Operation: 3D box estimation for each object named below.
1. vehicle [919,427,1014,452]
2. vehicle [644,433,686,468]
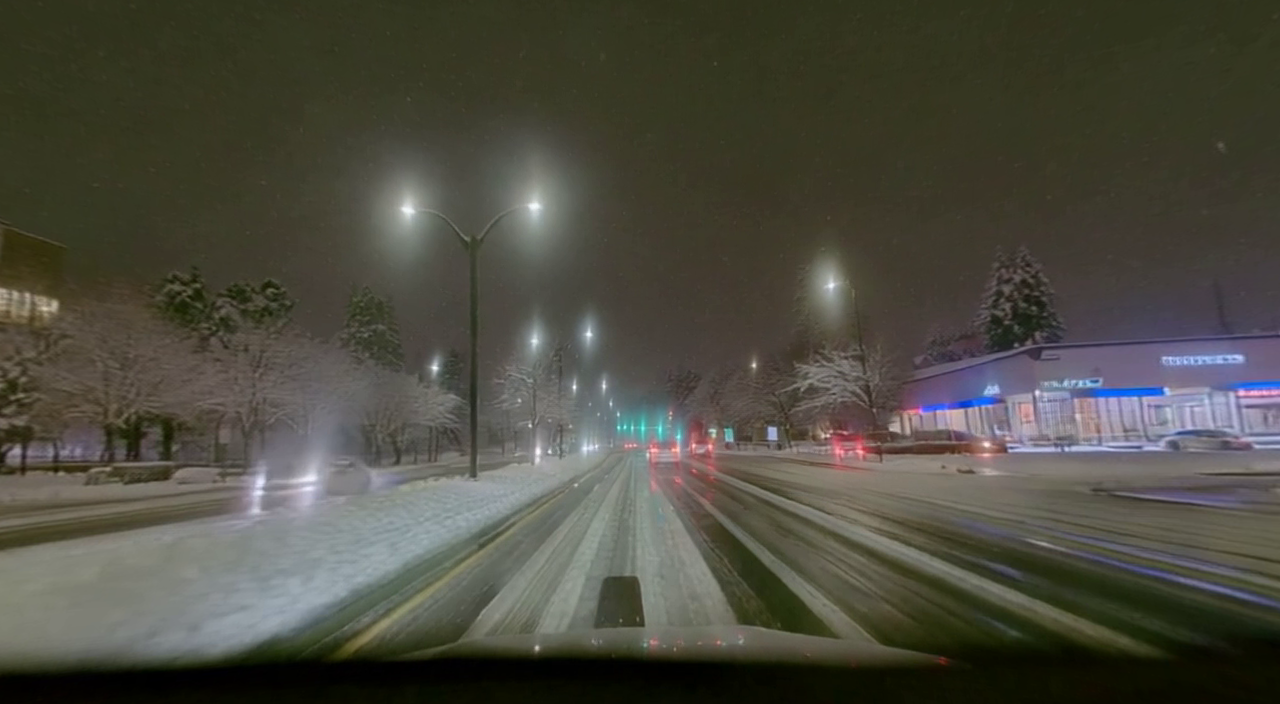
[{"bbox_3d":[19.848,5.357,38.530,4.619,1.447,2.054,0,-8,-1],"label":"vehicle"},{"bbox_3d":[1.385,5.241,33.725,2.100,1.683,4.231,-1,-8,4],"label":"vehicle"}]
